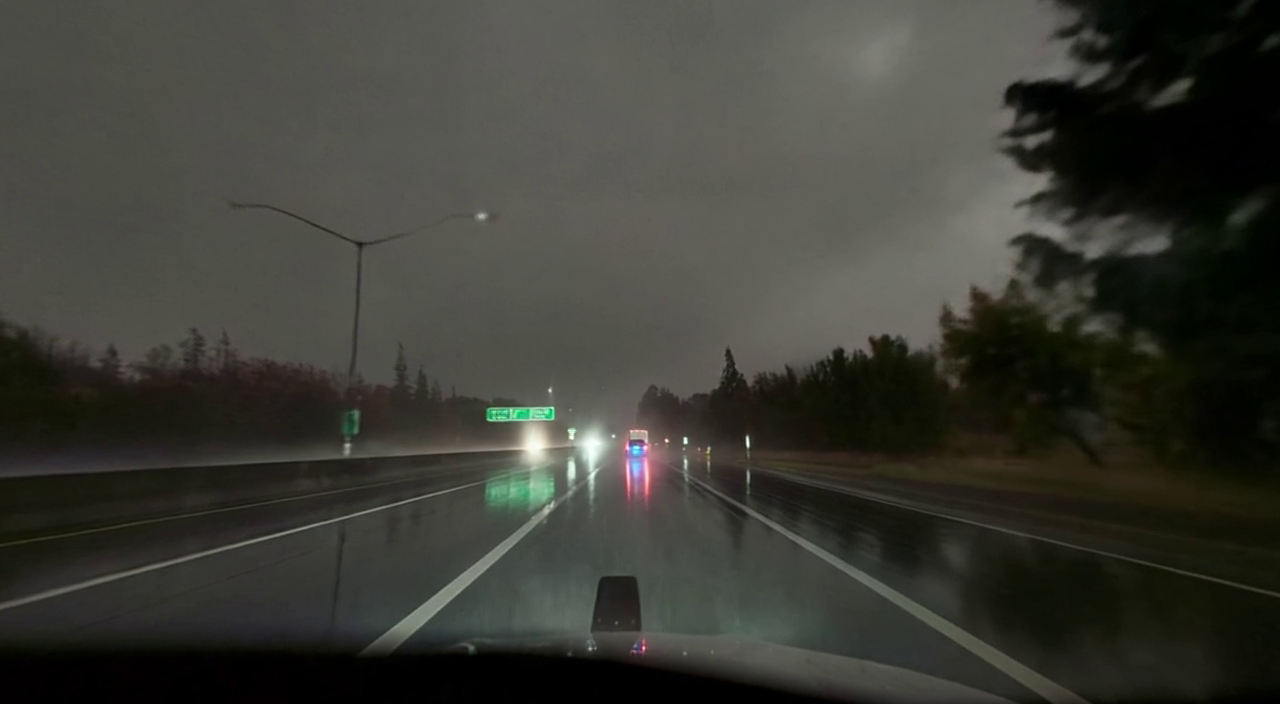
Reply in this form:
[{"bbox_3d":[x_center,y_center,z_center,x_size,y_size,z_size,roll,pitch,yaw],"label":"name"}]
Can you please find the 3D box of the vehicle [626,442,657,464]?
[{"bbox_3d":[0.098,6.942,43.353,2.028,1.440,3.690,0,-8,-1],"label":"vehicle"}]
